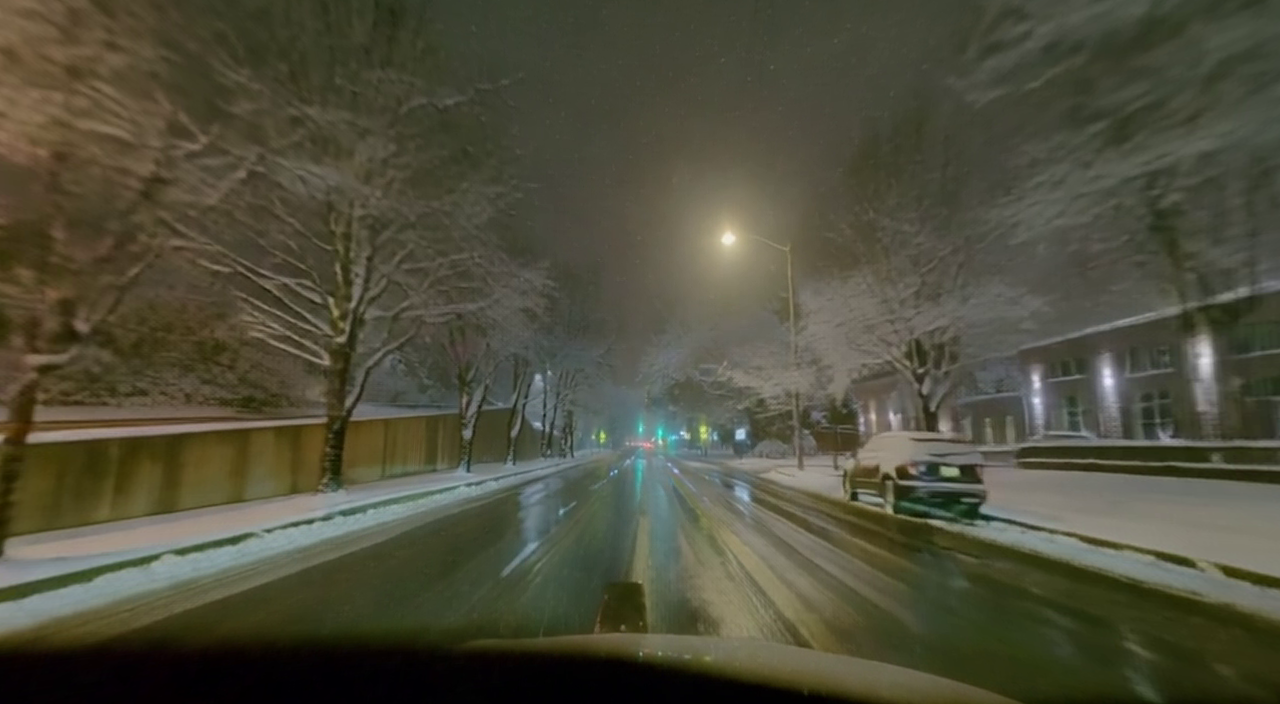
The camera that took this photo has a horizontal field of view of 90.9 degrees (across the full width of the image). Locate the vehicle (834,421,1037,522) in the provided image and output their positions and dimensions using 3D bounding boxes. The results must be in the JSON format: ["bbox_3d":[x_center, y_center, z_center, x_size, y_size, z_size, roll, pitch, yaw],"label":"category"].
[{"bbox_3d":[6.062,2.507,13.858,2.177,1.788,5.106,0,-8,3],"label":"vehicle"}]
